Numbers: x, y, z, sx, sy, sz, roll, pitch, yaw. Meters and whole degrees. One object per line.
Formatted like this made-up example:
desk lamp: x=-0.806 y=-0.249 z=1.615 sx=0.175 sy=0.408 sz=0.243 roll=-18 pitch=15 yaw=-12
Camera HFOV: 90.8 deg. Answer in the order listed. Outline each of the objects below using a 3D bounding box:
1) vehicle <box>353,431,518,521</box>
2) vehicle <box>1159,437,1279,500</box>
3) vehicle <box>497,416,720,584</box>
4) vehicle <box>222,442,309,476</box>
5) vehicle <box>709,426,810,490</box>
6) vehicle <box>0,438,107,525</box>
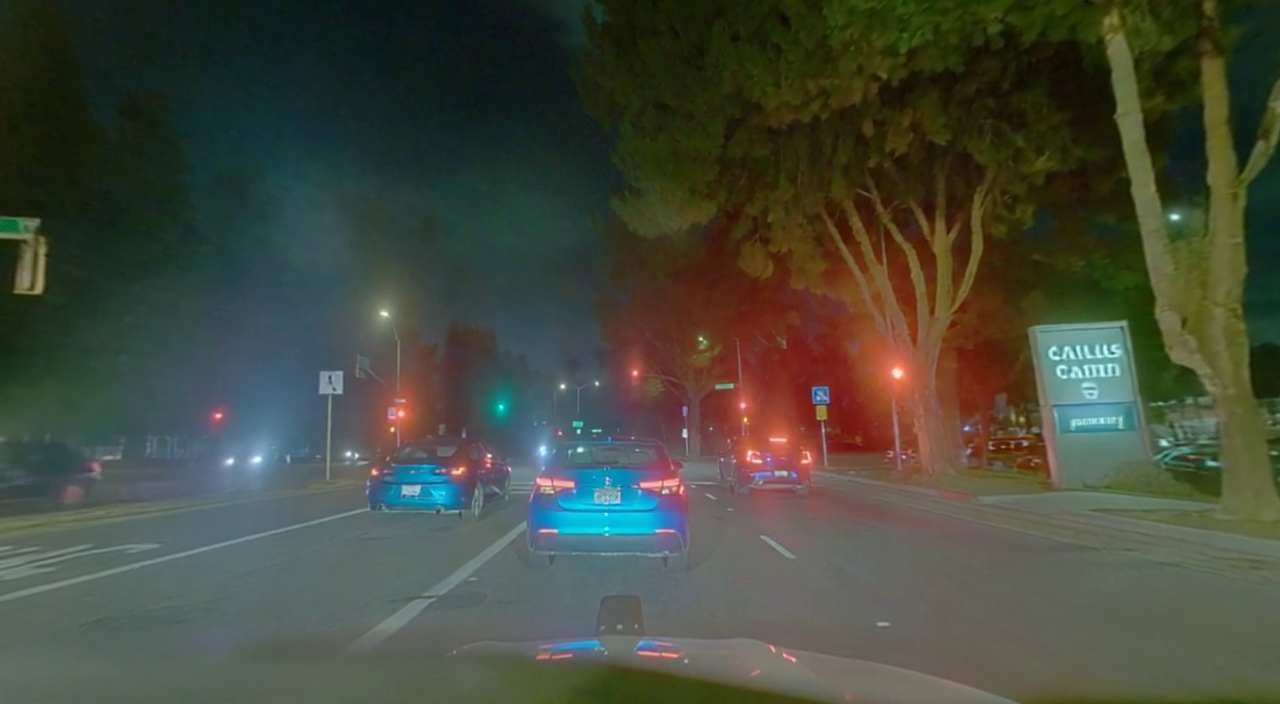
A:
vehicle: x=-3.706 y=2.312 z=12.272 sx=1.998 sy=1.452 sz=3.773 roll=0 pitch=-8 yaw=-1
vehicle: x=14.941 y=2.825 z=15.216 sx=3.339 sy=1.355 sz=1.592 roll=1 pitch=-9 yaw=11
vehicle: x=-0.380 y=1.673 z=7.987 sx=2.045 sy=1.533 sz=4.183 roll=0 pitch=-8 yaw=-3
vehicle: x=-20.274 y=5.781 z=34.489 sx=1.982 sy=1.712 sz=4.511 roll=0 pitch=-8 yaw=0
vehicle: x=3.418 y=3.131 z=18.919 sx=2.028 sy=1.678 sz=4.220 roll=0 pitch=-8 yaw=-2
vehicle: x=-12.705 y=2.400 z=11.725 sx=1.954 sy=1.583 sz=4.175 roll=0 pitch=-8 yaw=0
